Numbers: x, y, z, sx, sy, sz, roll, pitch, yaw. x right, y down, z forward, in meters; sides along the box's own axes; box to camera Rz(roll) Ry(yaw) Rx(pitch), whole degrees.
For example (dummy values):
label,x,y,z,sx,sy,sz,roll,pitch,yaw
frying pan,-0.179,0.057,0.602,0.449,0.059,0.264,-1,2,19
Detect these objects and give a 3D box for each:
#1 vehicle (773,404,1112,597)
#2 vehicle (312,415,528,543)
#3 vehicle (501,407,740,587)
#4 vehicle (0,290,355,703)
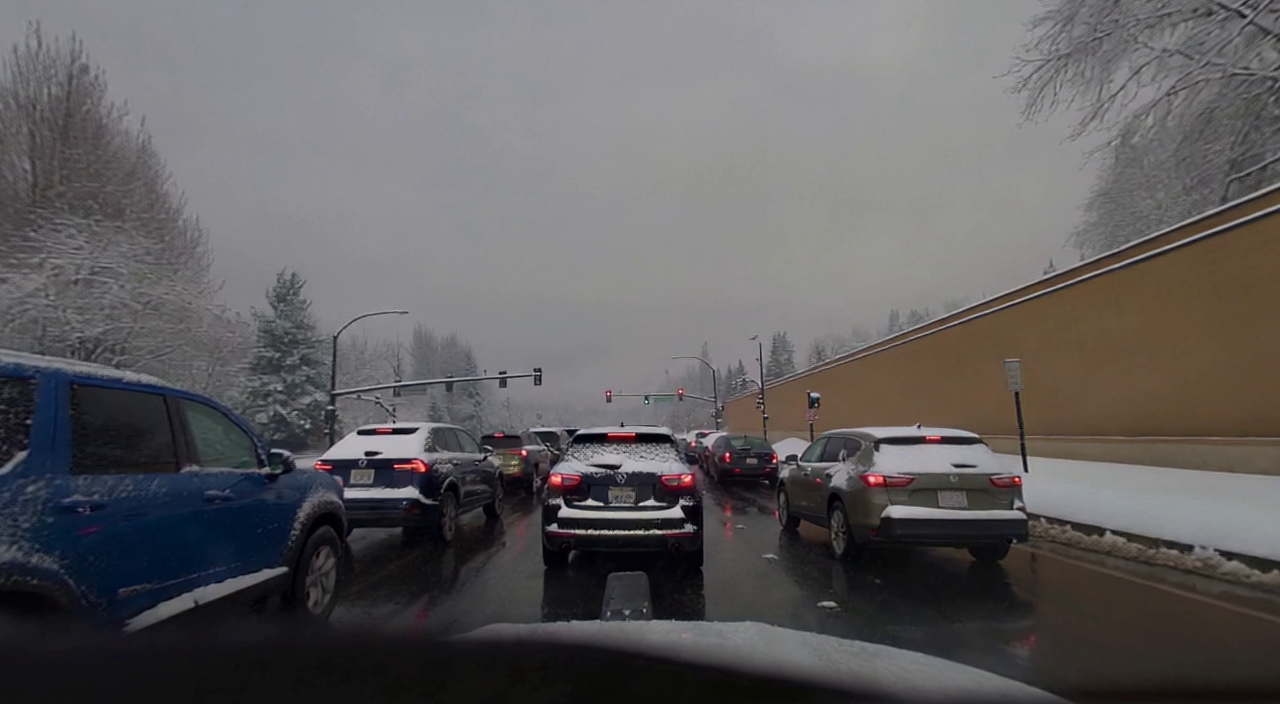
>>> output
label,x,y,z,sx,sy,sz,roll,pitch,yaw
vehicle,3.148,1.631,7.802,2.029,1.702,4.281,0,-8,0
vehicle,-3.483,2.109,11.154,2.067,1.759,4.631,0,-8,1
vehicle,-0.150,1.655,7.952,2.245,1.677,3.913,0,-8,1
vehicle,-3.511,0.829,3.120,2.070,1.913,4.450,0,-8,0
